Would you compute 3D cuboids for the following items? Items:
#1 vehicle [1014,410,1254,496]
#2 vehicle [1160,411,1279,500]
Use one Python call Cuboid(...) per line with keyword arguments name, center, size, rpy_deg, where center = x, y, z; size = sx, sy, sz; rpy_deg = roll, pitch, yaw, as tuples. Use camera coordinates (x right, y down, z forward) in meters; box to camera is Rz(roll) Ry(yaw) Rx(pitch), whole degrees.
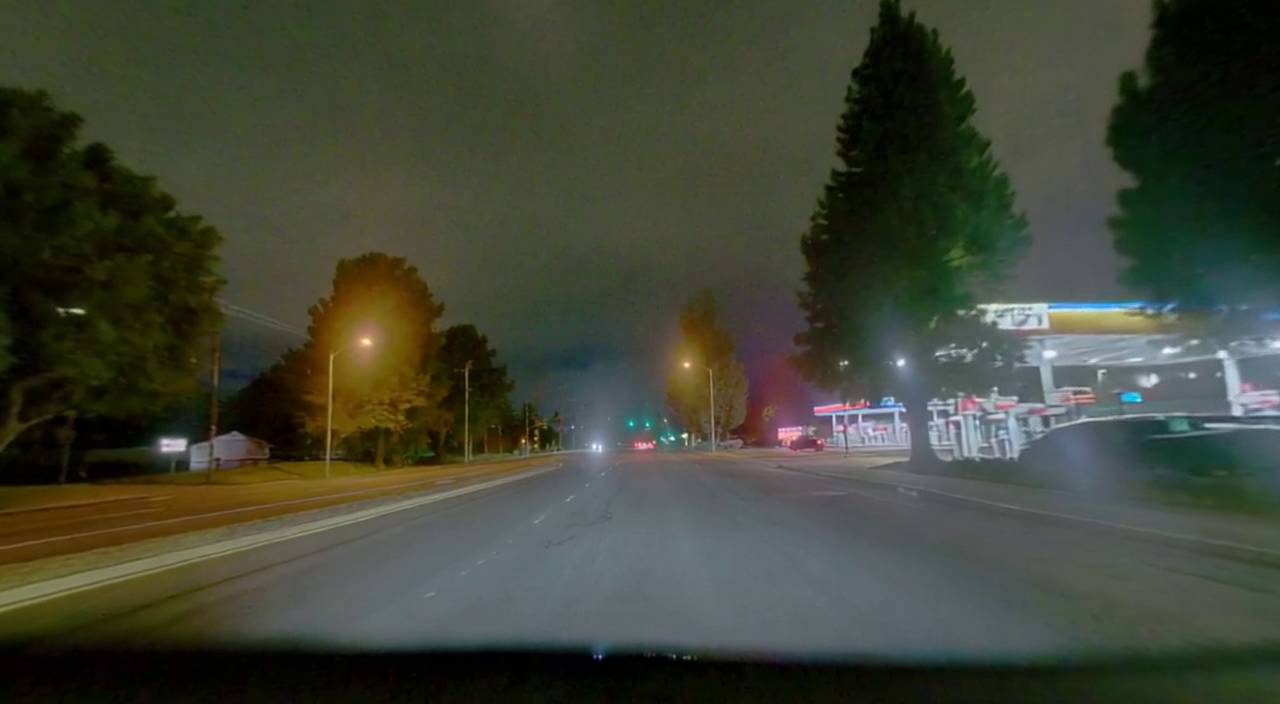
Cuboid(name="vehicle", center=(12.354, 2.575, 16.390), size=(1.983, 1.727, 5.085), rpy_deg=(-4, -8, -1))
Cuboid(name="vehicle", center=(12.026, 1.840, 11.222), size=(1.812, 1.517, 4.424), rpy_deg=(0, -8, 1))
